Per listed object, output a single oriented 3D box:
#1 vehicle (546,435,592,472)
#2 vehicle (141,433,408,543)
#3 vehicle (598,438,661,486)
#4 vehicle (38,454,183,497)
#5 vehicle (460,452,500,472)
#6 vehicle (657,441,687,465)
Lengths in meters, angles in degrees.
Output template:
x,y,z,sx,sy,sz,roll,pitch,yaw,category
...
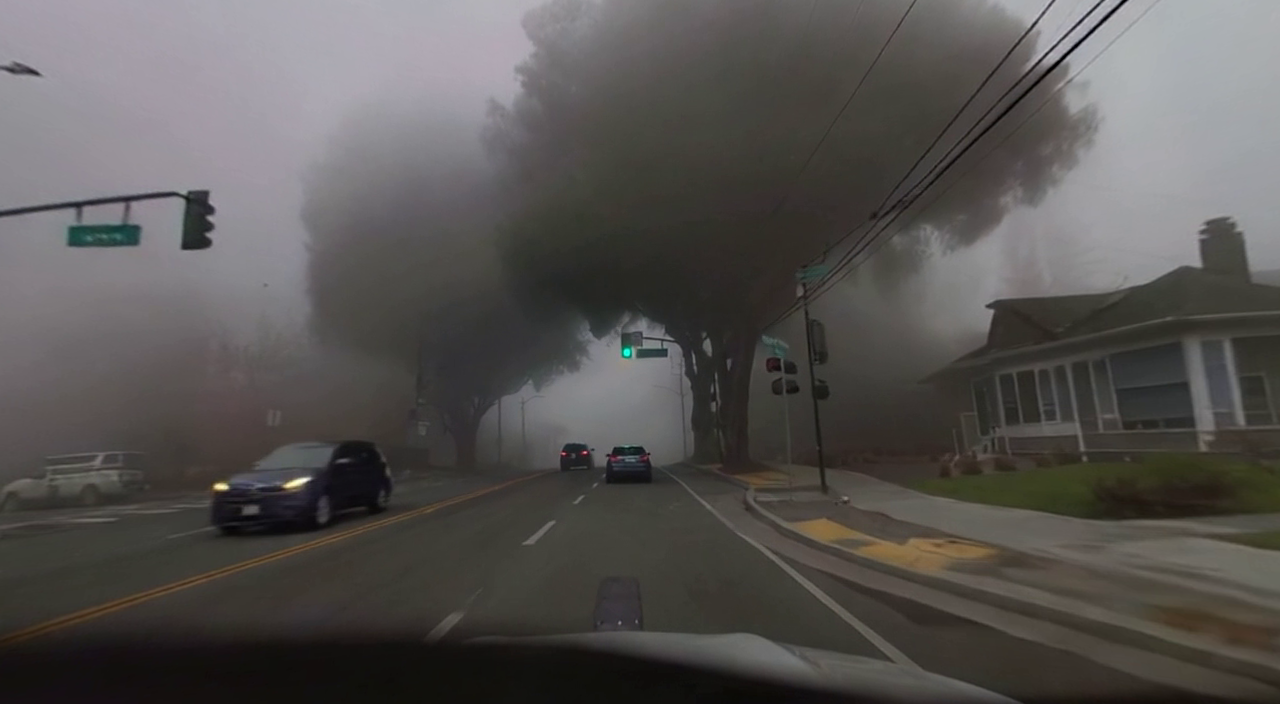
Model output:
x,y,z,sx,sy,sz,roll,pitch,yaw,category
-3.724,5.392,33.532,1.983,1.841,4.013,0,-8,0,vehicle
-6.339,2.390,11.873,2.048,1.601,5.047,0,-8,-1,vehicle
-0.383,3.832,22.171,1.998,1.518,4.015,0,-8,-1,vehicle
-23.232,5.420,27.735,4.537,1.755,1.933,0,-9,-1,vehicle
-12.396,8.529,49.012,1.913,1.475,4.372,0,-8,1,vehicle
2.392,7.601,47.496,1.969,1.725,4.387,0,-8,-1,vehicle
